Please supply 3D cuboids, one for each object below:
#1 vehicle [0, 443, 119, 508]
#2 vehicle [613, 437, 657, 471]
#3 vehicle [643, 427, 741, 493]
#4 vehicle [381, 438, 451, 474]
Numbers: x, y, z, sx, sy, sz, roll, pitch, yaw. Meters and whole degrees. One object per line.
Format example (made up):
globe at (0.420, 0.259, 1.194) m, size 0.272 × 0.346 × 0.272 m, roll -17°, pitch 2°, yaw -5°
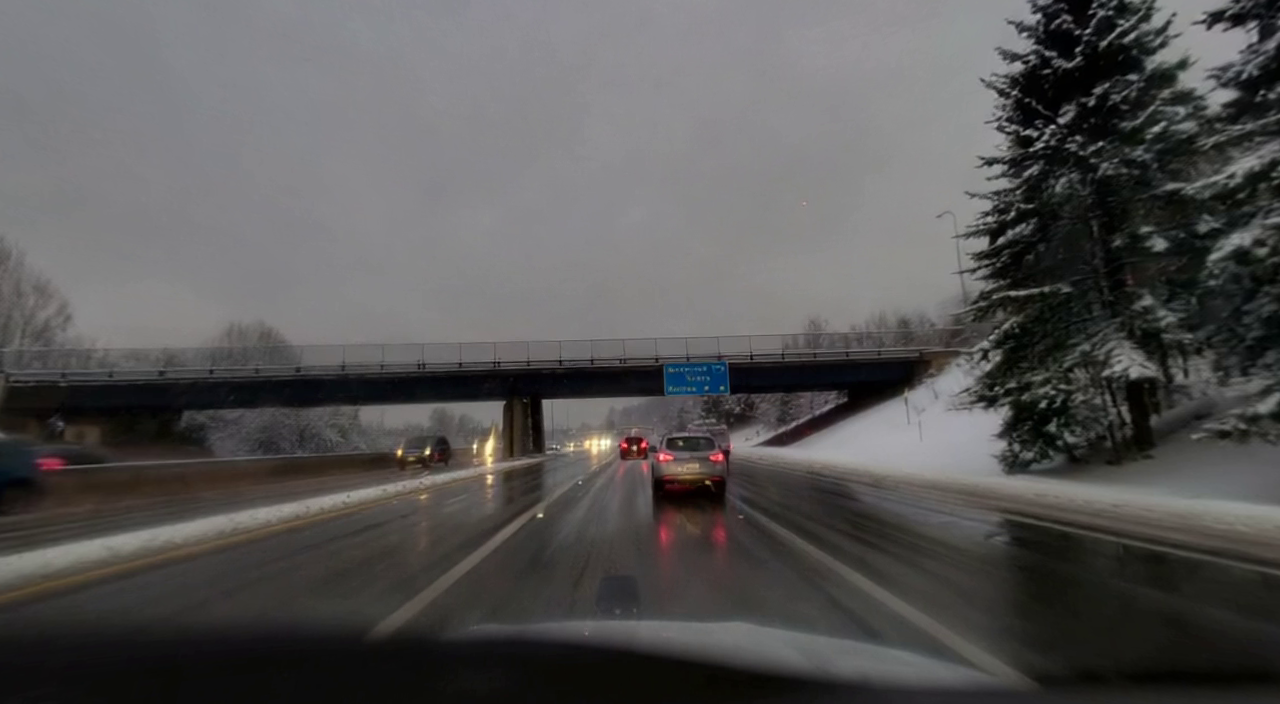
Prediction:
vehicle at (-14.772, 3.024, 15.498) m, size 1.592 × 1.442 × 2.542 m, roll 0°, pitch -10°, yaw 0°
vehicle at (-0.247, 4.892, 30.377) m, size 1.968 × 1.482 × 3.586 m, roll 0°, pitch -8°, yaw -1°
vehicle at (1.336, 3.008, 17.954) m, size 2.092 × 1.636 × 4.024 m, roll 0°, pitch -8°, yaw -5°
vehicle at (-11.309, 5.240, 32.152) m, size 2.012 × 1.680 × 4.360 m, roll 0°, pitch -8°, yaw -1°
